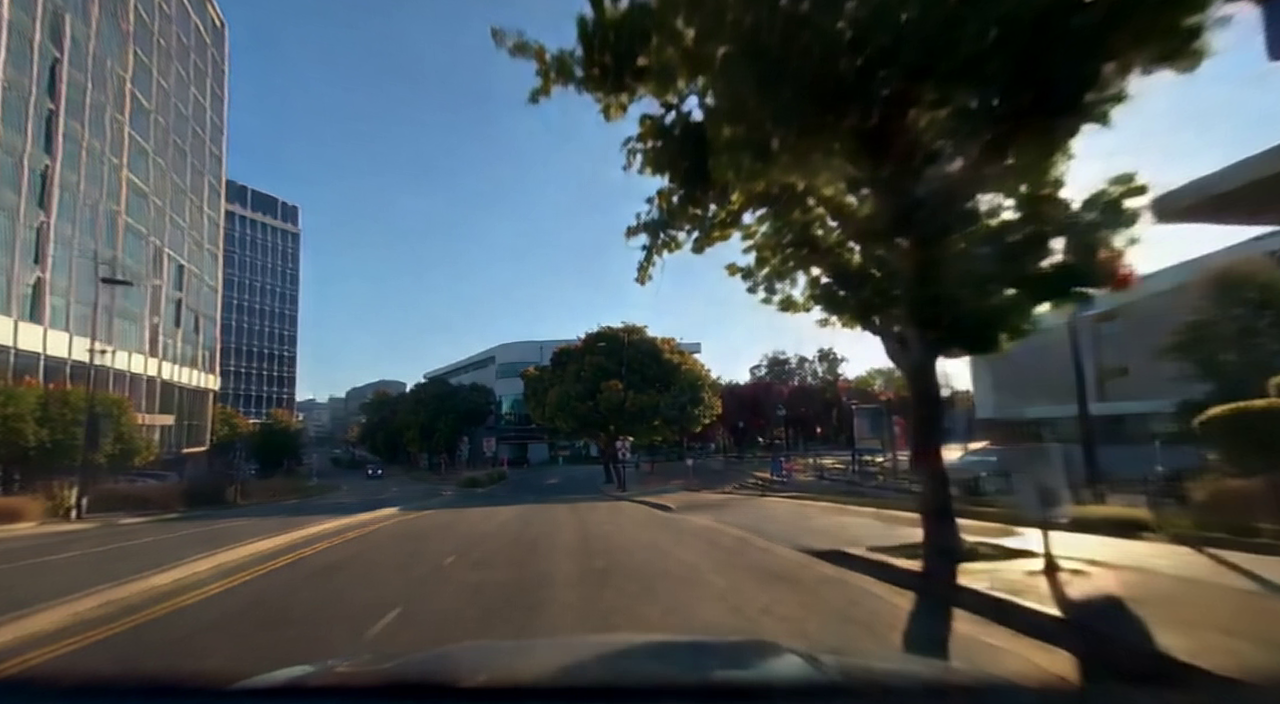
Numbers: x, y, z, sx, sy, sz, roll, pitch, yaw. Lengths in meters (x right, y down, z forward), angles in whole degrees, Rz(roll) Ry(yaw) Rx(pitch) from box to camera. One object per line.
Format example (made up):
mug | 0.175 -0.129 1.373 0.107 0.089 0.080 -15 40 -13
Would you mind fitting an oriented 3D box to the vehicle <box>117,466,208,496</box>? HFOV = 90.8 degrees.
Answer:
vehicle | -31.010 8.338 41.068 4.473 1.778 2.125 -2 -9 10
